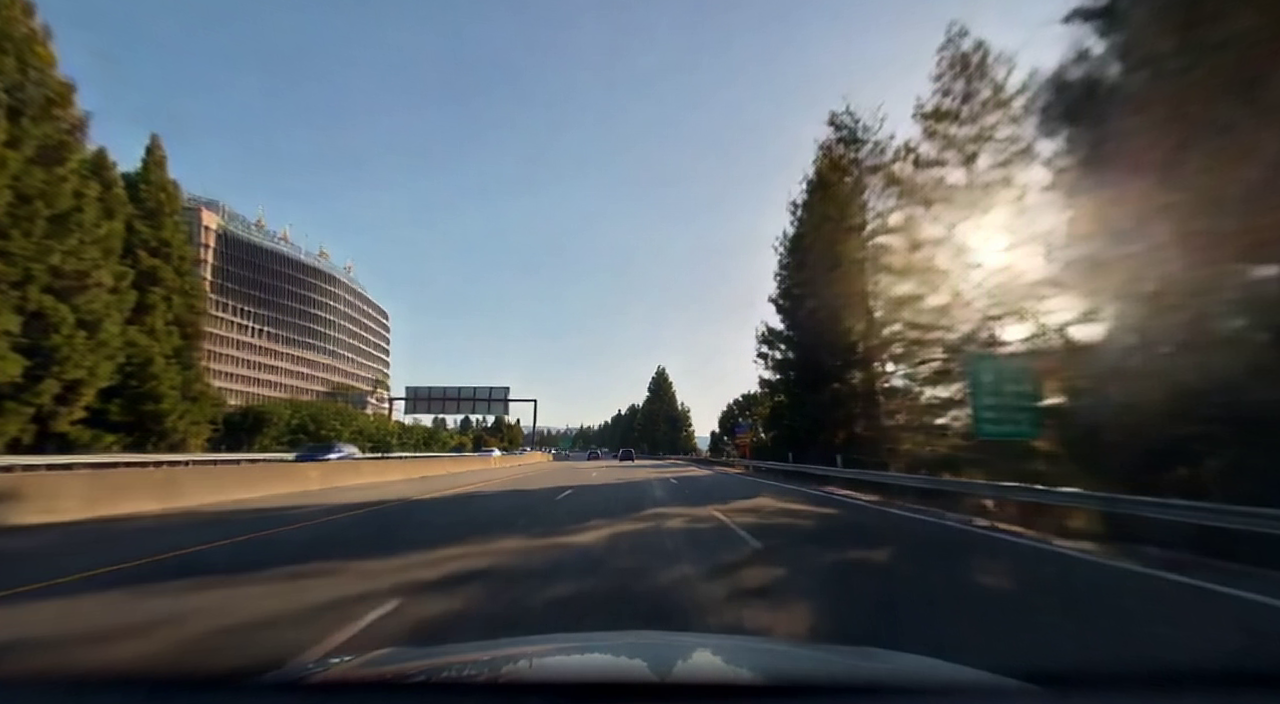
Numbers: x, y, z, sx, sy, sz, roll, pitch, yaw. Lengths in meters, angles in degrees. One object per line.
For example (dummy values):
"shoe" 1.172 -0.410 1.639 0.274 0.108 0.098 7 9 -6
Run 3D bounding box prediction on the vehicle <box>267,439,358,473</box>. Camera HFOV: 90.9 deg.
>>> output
"vehicle" -15.245 4.863 29.668 1.922 1.465 4.498 0 -9 -1
